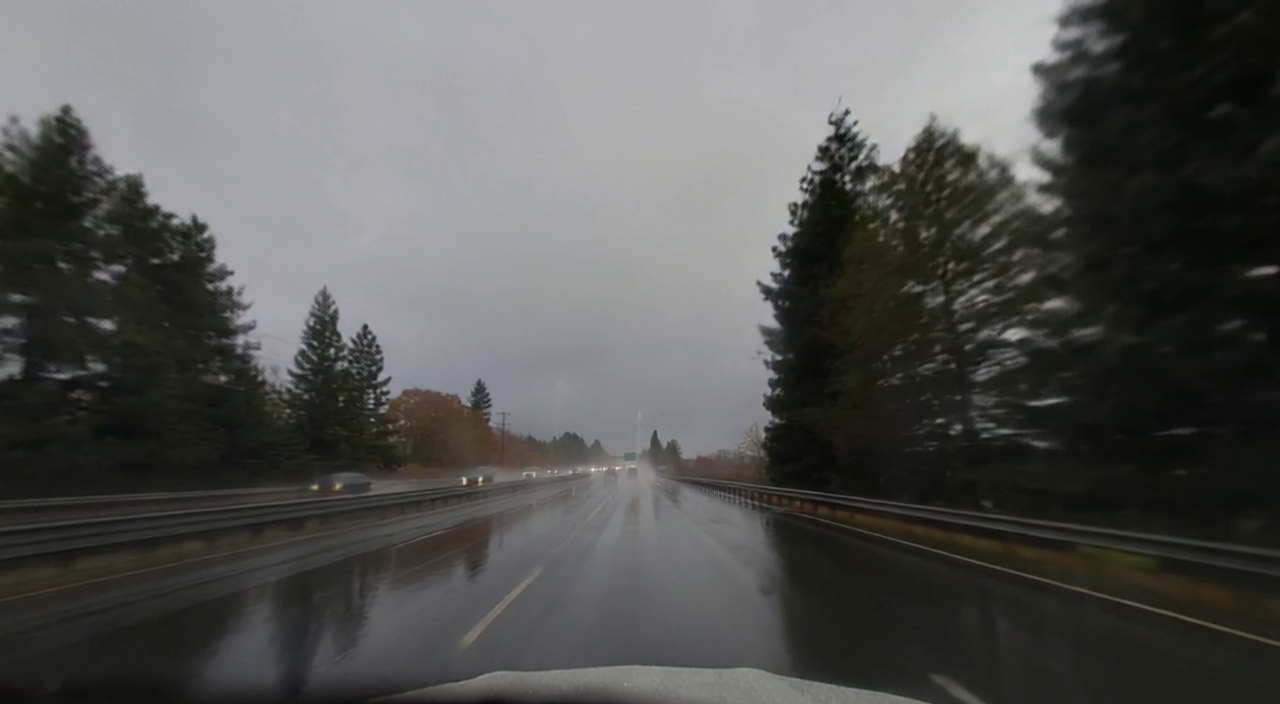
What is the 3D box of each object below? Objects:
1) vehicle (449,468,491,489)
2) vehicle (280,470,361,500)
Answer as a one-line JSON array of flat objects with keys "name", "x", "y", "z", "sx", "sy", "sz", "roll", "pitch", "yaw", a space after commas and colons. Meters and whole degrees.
[{"name": "vehicle", "x": -12.820, "y": 9.571, "z": 47.812, "sx": 1.932, "sy": 1.473, "sz": 4.509, "roll": 1, "pitch": -11, "yaw": 0}, {"name": "vehicle", "x": -16.870, "y": 7.045, "z": 33.564, "sx": 1.948, "sy": 1.465, "sz": 4.583, "roll": 1, "pitch": -11, "yaw": 0}]
